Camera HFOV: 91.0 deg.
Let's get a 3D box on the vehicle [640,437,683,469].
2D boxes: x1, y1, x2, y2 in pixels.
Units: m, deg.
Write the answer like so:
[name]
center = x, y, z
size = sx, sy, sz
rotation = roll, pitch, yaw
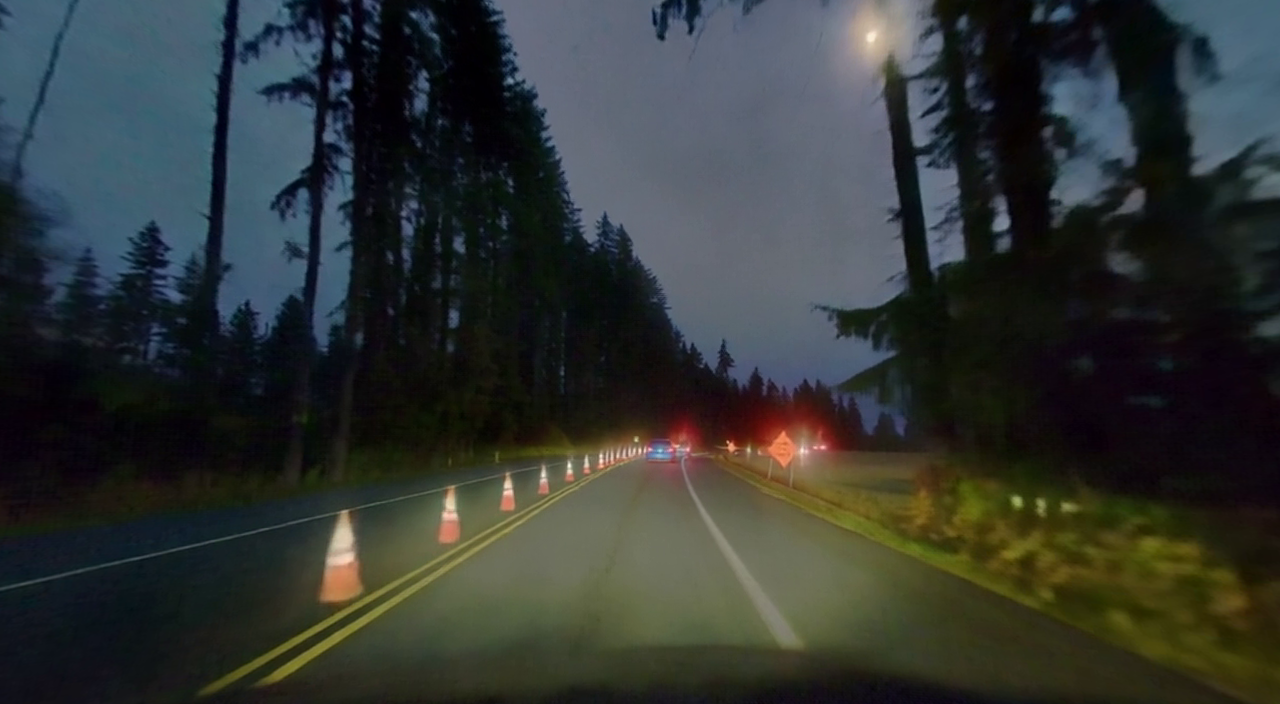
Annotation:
[vehicle]
center = 1.100, 5.046, 31.563
size = 2.042, 1.489, 3.963
rotation = 0, -8, 3
